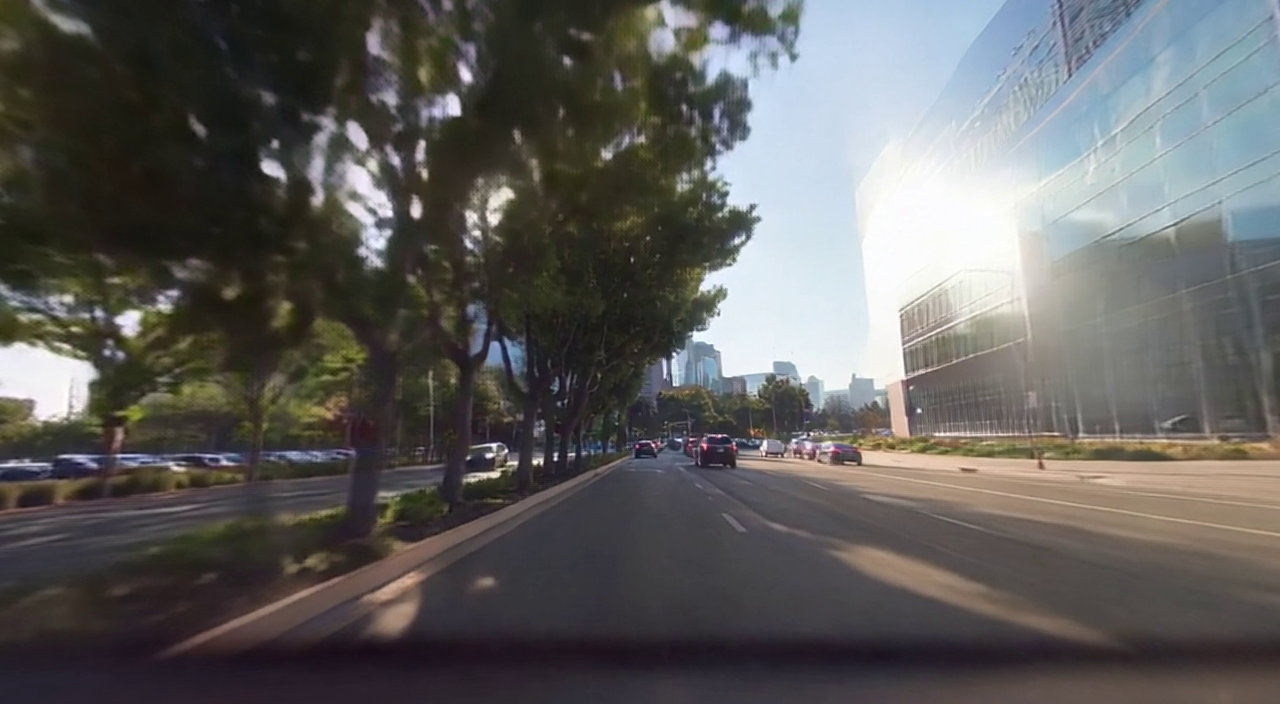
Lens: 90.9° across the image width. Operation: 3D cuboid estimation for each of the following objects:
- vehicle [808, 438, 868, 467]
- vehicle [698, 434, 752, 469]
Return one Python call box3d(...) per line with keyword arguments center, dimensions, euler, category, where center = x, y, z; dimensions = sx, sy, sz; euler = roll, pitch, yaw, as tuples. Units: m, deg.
box3d(center=(10.875, 5.554, 34.922), dimensions=(1.840, 1.467, 4.731), euler=(0, -9, 1), category="vehicle")
box3d(center=(4.397, 5.248, 33.295), dimensions=(2.216, 1.675, 4.627), euler=(0, -9, 0), category="vehicle")
